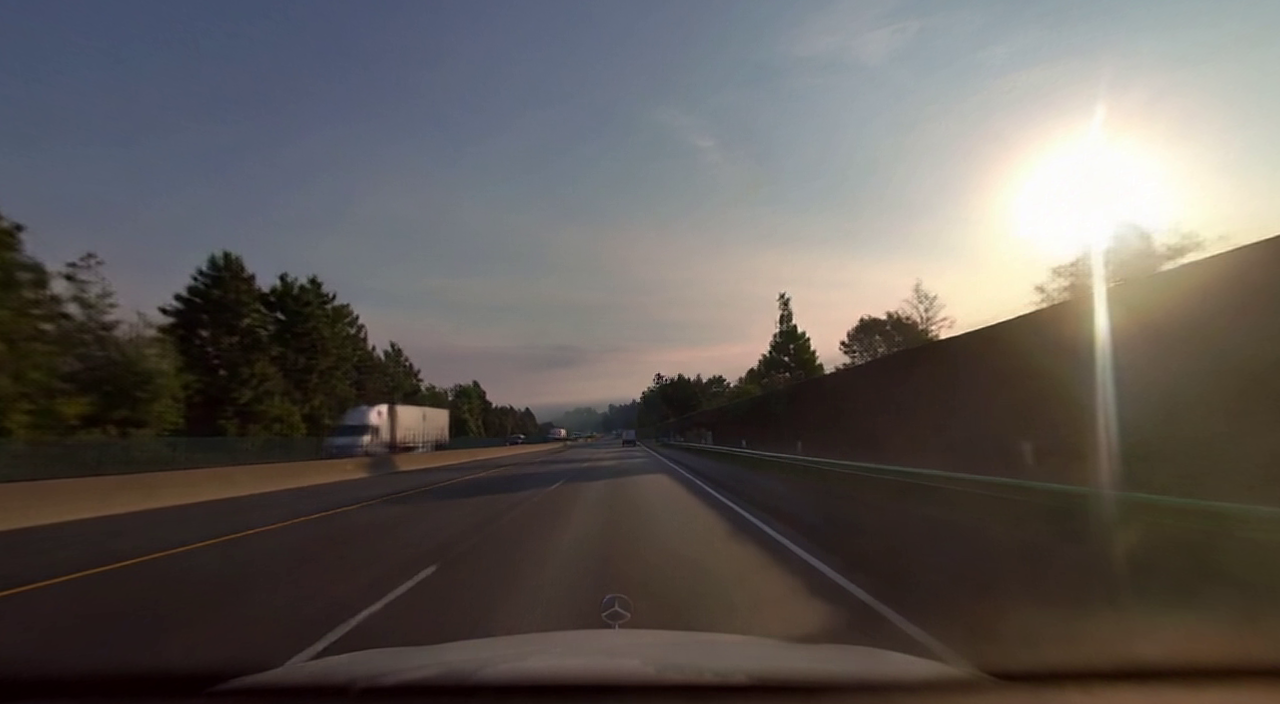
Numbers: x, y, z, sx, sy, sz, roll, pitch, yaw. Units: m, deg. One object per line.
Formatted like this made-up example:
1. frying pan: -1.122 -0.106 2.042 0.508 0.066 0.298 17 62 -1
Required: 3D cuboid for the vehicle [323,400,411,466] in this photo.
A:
1. vehicle: -17.513 5.260 40.927 3.002 3.931 5.809 0 -8 0
